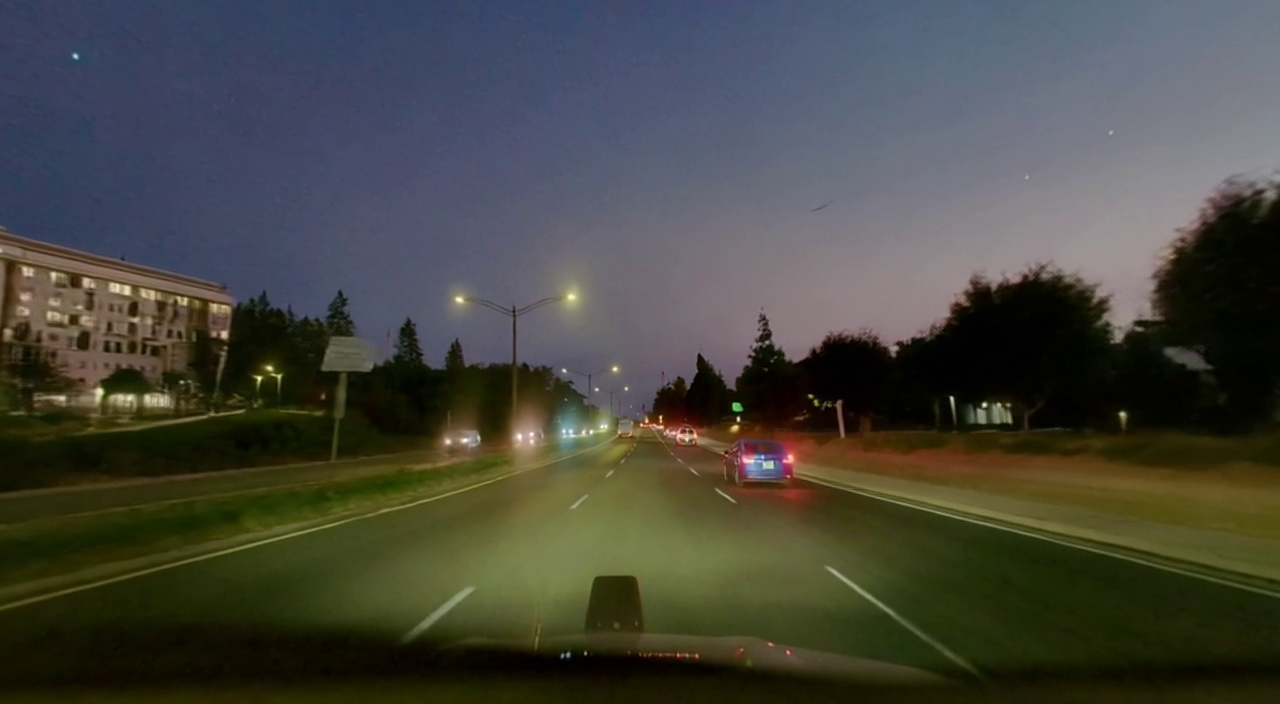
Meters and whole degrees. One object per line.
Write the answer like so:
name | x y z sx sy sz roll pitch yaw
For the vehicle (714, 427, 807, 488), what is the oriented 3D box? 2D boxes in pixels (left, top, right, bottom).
vehicle | 3.707 3.359 20.261 2.110 1.712 4.489 0 -9 0
